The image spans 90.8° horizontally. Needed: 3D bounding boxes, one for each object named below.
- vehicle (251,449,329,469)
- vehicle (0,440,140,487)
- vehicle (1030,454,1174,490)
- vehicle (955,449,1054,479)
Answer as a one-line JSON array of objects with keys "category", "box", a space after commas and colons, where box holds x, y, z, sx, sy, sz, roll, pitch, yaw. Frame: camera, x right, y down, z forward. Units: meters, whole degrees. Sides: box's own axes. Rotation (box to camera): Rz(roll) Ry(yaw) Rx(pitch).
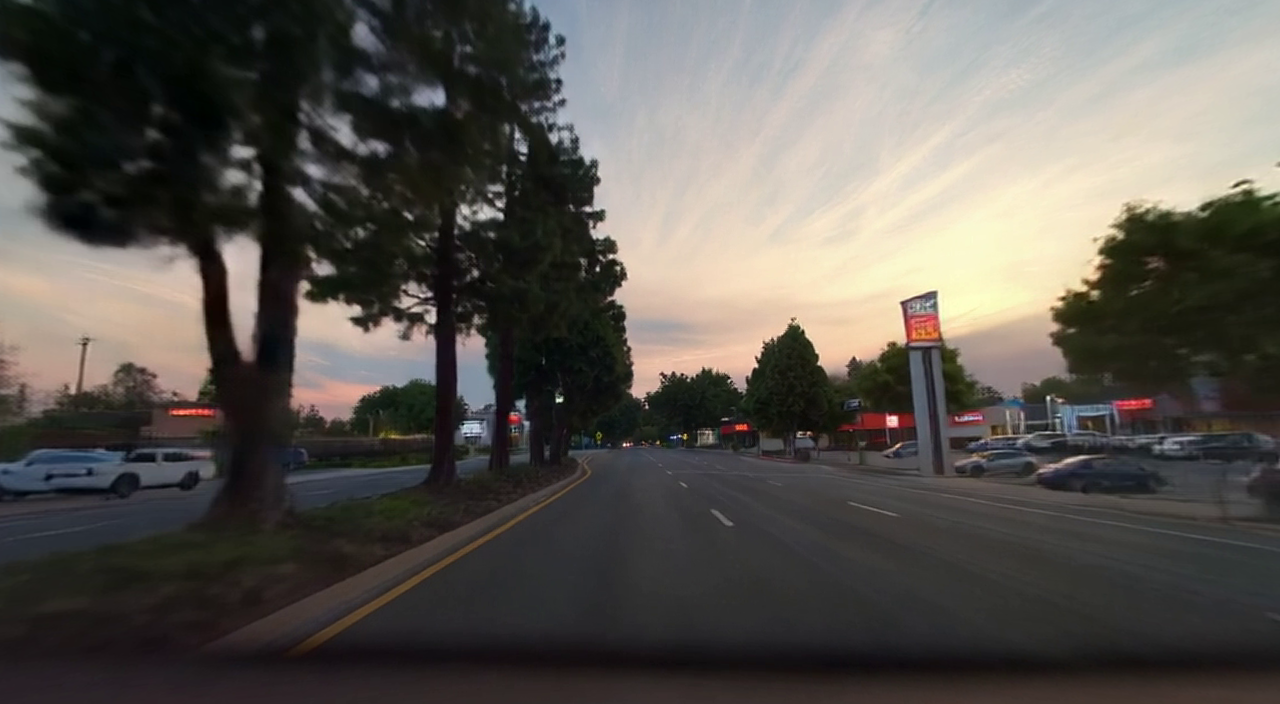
[{"category": "vehicle", "box": [-26.934, 8.237, 48.729, 4.777, 1.469, 1.937, 1, -9, -6]}, {"category": "vehicle", "box": [-26.117, 4.880, 28.173, 2.356, 1.853, 6.402, 0, -8, 1]}, {"category": "vehicle", "box": [20.188, 5.240, 27.774, 4.764, 1.455, 1.832, -1, -9, 3]}, {"category": "vehicle", "box": [20.740, 6.363, 36.078, 4.423, 1.633, 2.010, 0, -9, -1]}]
